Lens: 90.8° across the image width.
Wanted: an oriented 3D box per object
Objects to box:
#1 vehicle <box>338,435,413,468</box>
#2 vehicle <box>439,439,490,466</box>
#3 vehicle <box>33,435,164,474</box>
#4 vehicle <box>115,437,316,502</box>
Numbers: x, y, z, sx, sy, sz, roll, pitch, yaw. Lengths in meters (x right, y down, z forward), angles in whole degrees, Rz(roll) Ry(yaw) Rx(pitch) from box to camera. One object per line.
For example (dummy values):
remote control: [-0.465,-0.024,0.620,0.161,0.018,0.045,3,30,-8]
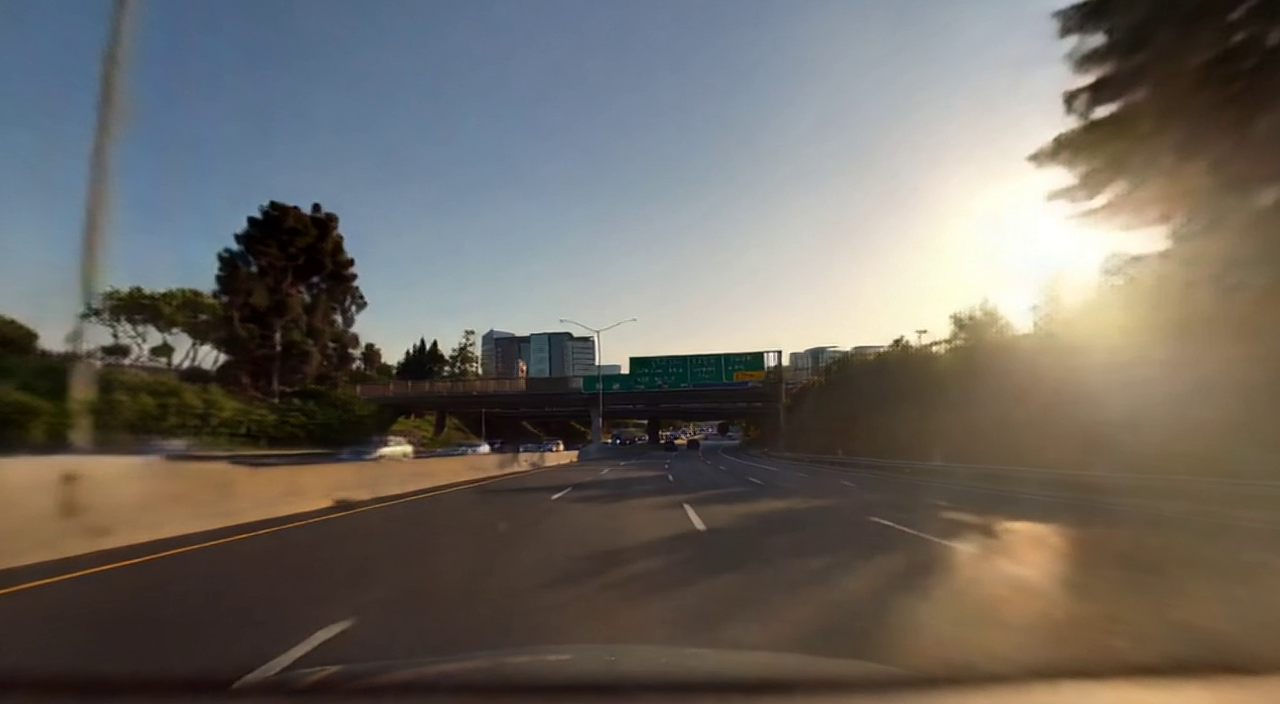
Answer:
vehicle: [-15.175,5.725,36.568,2.039,1.789,5.005,0,-8,1]
vehicle: [-11.470,6.572,41.568,1.908,1.673,4.368,0,-8,2]
vehicle: [-22.716,4.303,26.739,1.869,1.518,4.116,0,-8,0]
vehicle: [-11.011,3.047,16.948,1.958,1.477,4.713,0,-8,3]
